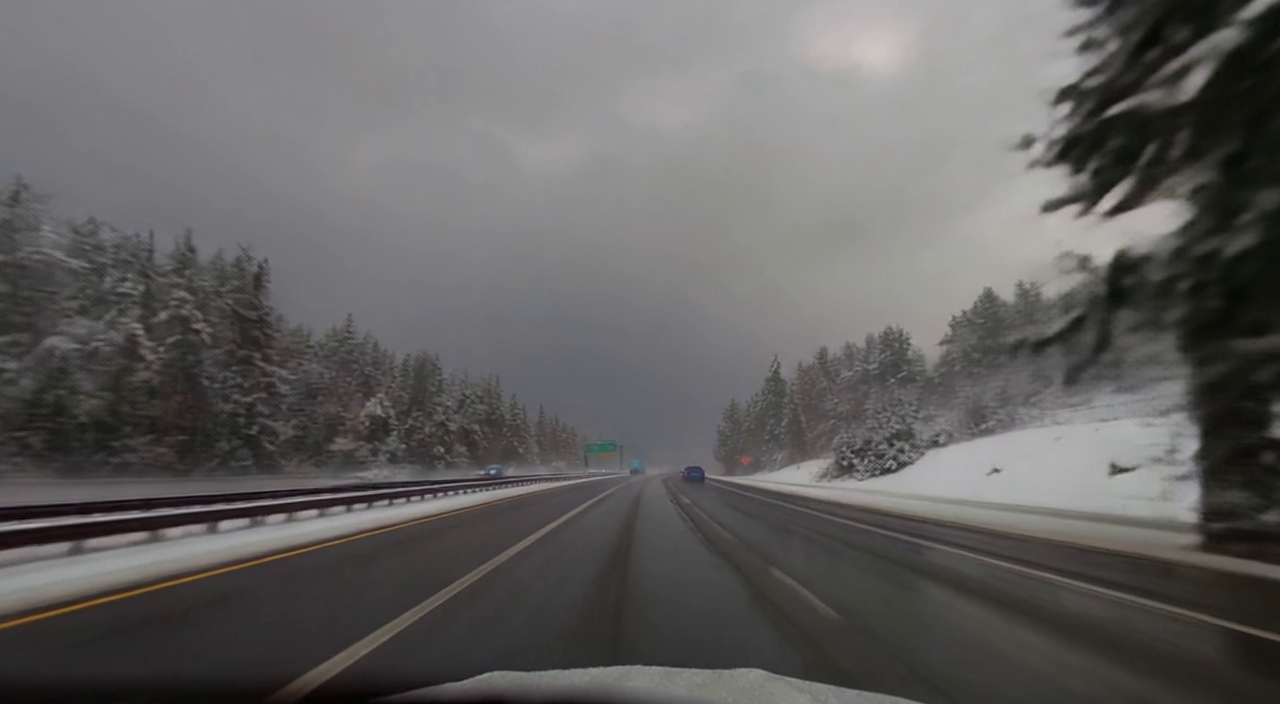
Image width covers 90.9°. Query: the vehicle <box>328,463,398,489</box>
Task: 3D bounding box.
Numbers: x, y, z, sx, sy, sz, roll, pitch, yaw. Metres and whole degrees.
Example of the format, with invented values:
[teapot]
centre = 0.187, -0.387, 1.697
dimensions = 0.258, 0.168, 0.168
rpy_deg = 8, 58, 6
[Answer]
[vehicle]
centre = -16.079, 7.250, 36.882
dimensions = 2.023, 1.373, 4.618
rpy_deg = 0, -11, 0
